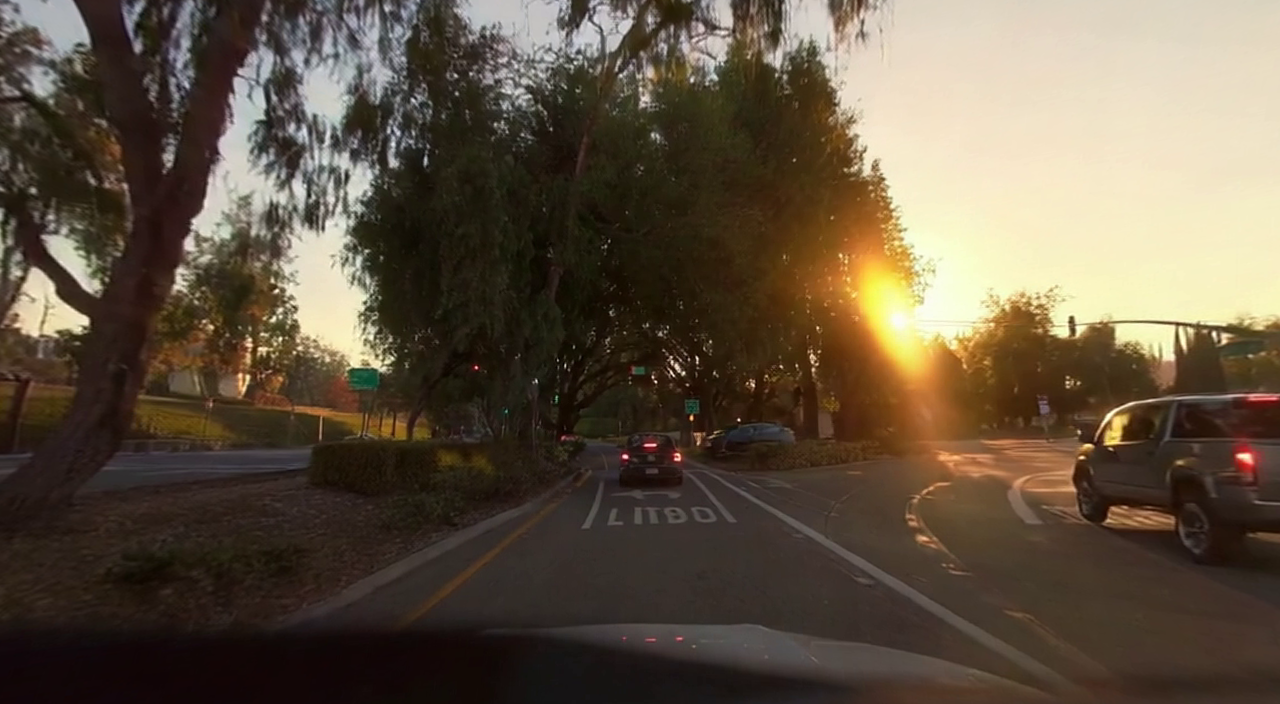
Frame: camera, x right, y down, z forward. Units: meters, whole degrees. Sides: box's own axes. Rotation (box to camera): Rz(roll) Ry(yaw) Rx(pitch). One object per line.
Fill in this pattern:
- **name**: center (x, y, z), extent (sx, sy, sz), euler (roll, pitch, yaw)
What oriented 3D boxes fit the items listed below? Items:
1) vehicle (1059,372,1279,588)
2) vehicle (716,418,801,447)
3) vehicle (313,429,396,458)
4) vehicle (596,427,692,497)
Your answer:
- **vehicle**: center (7.197, 1.414, 7.672), extent (2.084, 1.870, 5.068), euler (-3, -9, 18)
- **vehicle**: center (9.111, 6.296, 48.996), extent (6.261, 2.166, 1.947), euler (-1, -8, 4)
- **vehicle**: center (-17.522, 5.619, 38.796), extent (4.200, 1.639, 1.844), euler (-1, -8, 1)
- **vehicle**: center (0.101, 2.682, 15.769), extent (2.056, 1.473, 4.380), euler (0, -8, 0)
